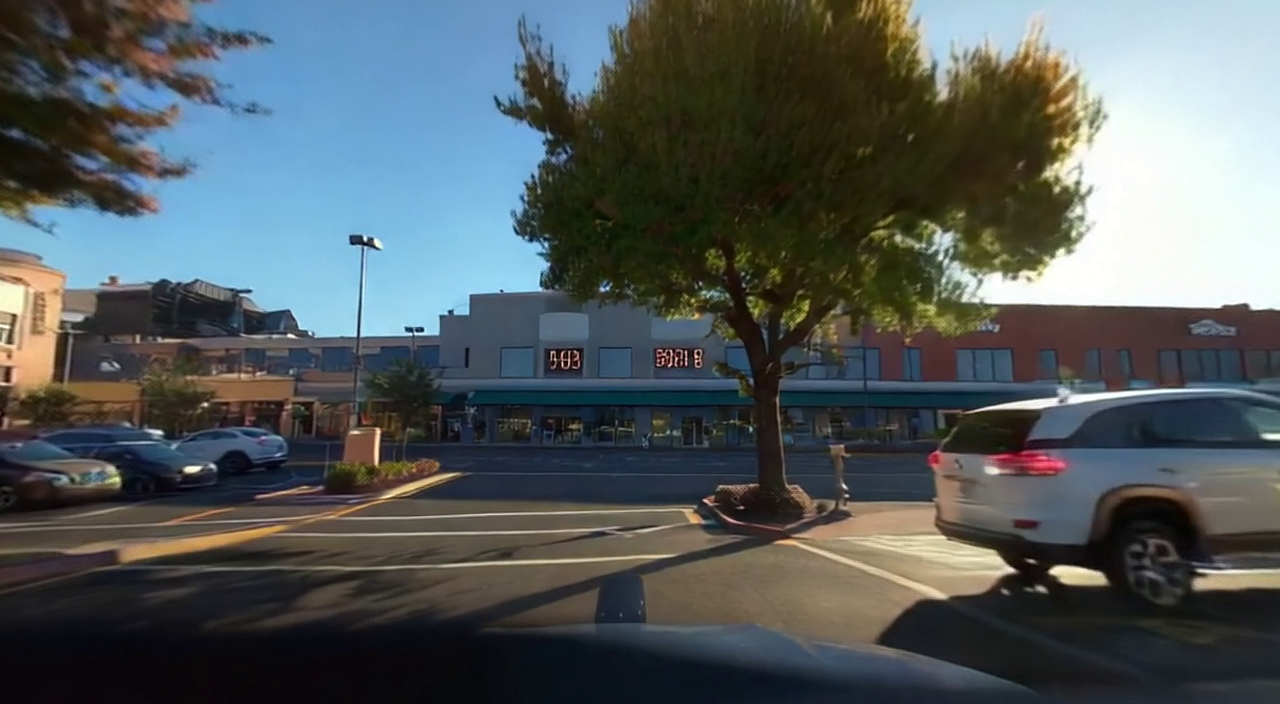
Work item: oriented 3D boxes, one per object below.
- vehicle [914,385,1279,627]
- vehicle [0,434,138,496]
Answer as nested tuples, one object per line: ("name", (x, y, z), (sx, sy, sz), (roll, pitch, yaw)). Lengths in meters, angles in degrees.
("vehicle", (5.823, 1.250, 5.662), (5.671, 1.718, 2.227), (0, -8, 2))
("vehicle", (-15.849, 2.911, 16.491), (3.963, 1.495, 1.856), (5, -10, -31))
